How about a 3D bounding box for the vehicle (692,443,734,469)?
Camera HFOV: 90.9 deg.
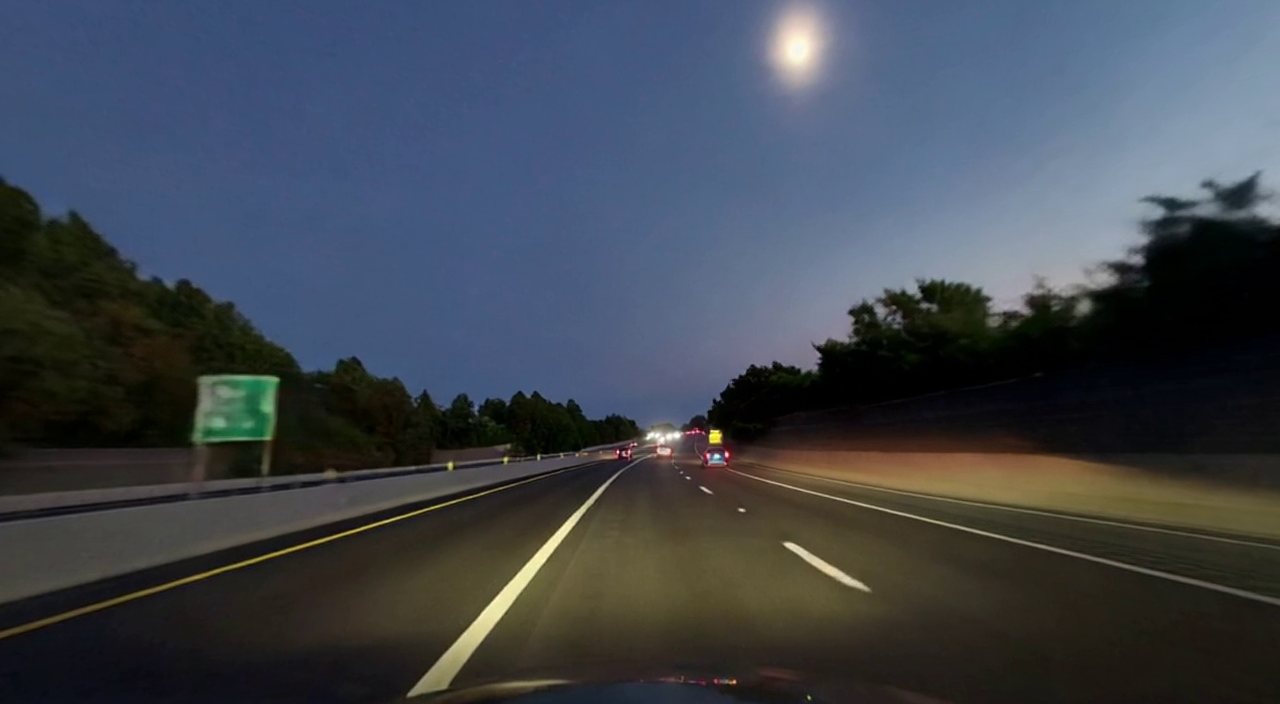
[{"bbox_3d":[4.554,6.609,40.101,2.175,1.574,3.943,0,-9,0],"label":"vehicle"}]
